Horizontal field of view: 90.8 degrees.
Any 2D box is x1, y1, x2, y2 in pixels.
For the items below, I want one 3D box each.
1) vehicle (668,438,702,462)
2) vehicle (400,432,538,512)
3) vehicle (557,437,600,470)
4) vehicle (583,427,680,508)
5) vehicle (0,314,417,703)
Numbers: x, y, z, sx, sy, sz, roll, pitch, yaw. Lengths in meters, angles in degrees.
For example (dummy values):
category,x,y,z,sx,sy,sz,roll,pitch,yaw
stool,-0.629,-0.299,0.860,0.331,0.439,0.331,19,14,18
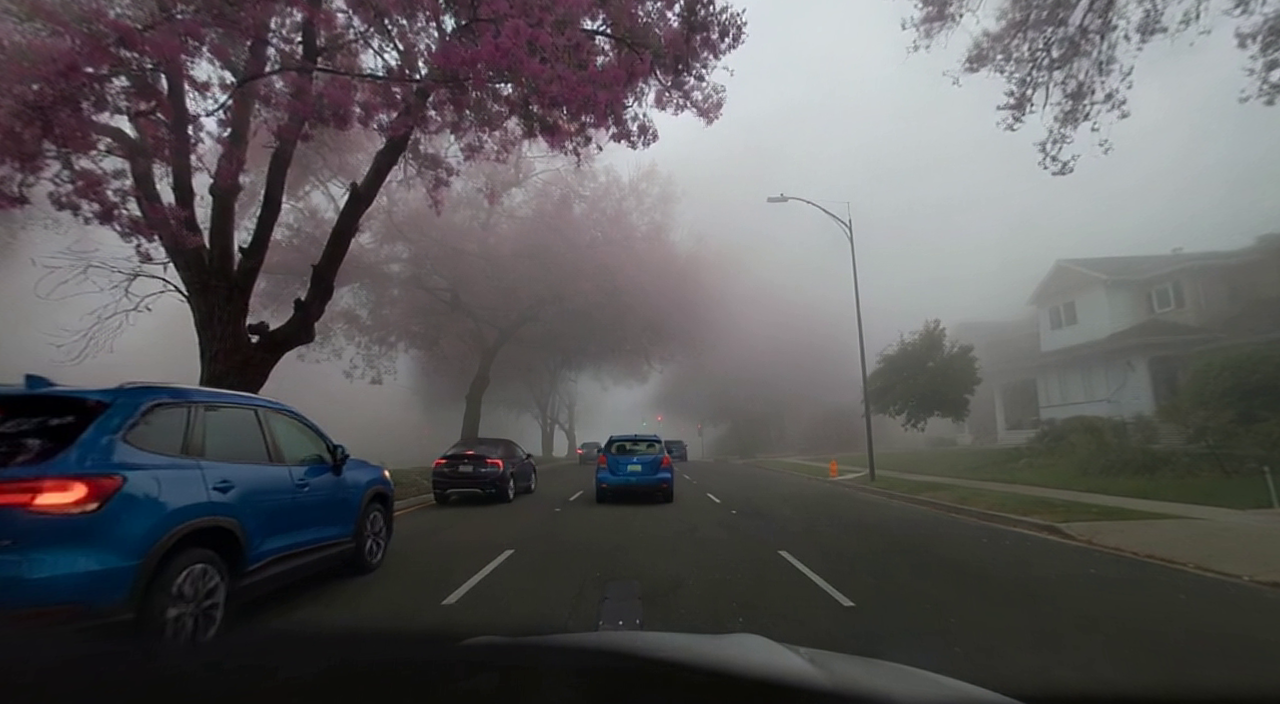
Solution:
category,x,y,z,sx,sy,sz,roll,pitch,yaw
vehicle,3.352,7.447,47.993,2.161,1.686,4.196,0,-8,-1
vehicle,-3.715,2.681,14.540,2.066,1.565,3.905,0,-8,0
vehicle,-3.535,5.938,37.276,2.080,1.780,4.879,0,-8,-1
vehicle,-0.191,2.660,14.914,1.997,1.636,3.760,0,-8,0
vehicle,-3.663,1.131,4.978,2.161,1.919,4.798,0,-8,-2
